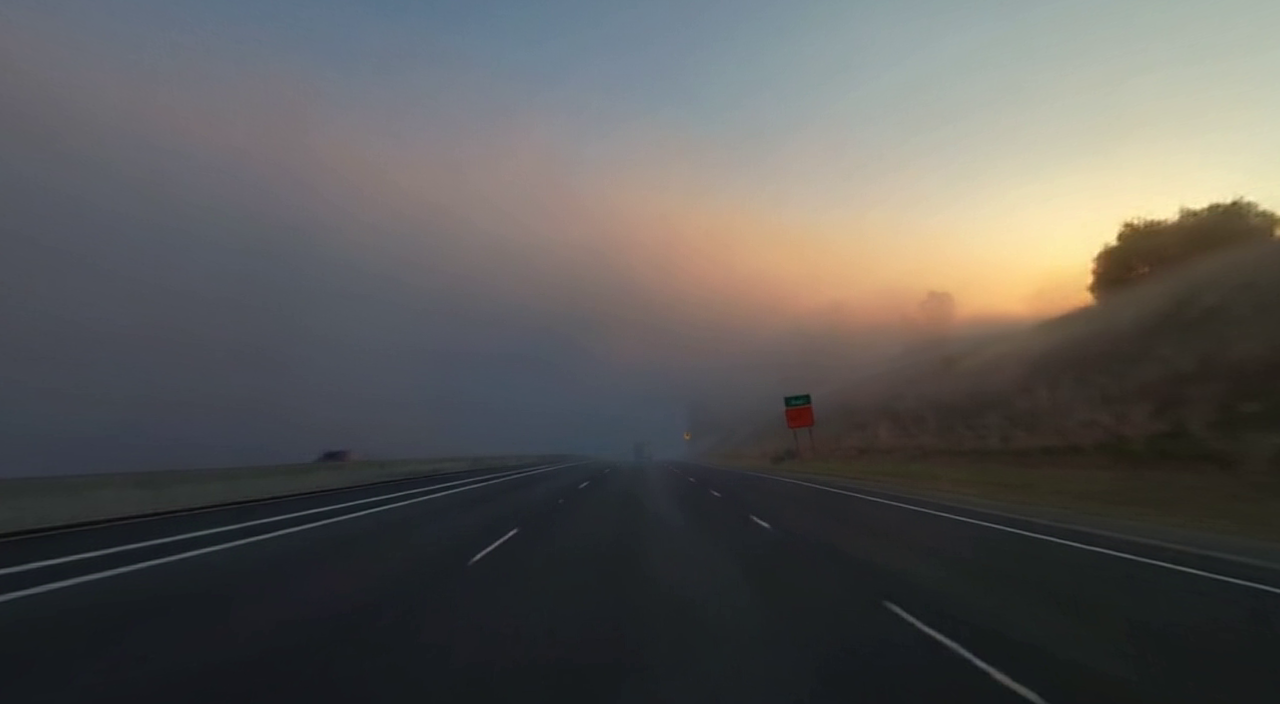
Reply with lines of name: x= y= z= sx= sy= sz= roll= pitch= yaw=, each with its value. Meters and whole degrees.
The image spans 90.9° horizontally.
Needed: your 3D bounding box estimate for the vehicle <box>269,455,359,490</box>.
vehicle: x=-16.319 y=6.057 z=31.863 sx=2.089 sy=1.568 sz=4.491 roll=0 pitch=-9 yaw=1
